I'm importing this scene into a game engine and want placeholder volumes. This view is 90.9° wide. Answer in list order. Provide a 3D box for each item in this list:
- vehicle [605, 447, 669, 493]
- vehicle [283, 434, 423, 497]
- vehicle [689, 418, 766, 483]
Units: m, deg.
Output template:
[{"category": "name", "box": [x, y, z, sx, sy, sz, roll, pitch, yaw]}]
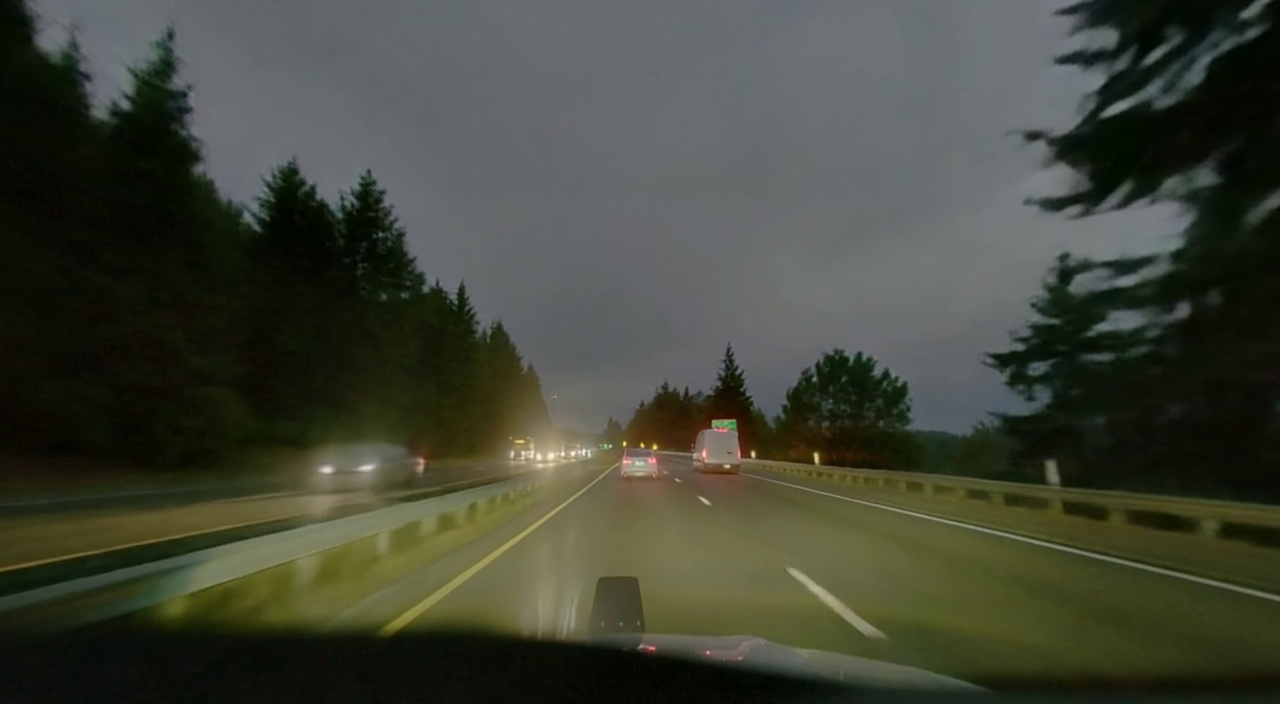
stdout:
[{"category": "vehicle", "box": [-0.104, 4.071, 22.077, 2.037, 1.417, 3.885, 0, -9, -1]}, {"category": "vehicle", "box": [-7.858, 3.141, 17.782, 1.899, 1.539, 4.250, -1, -9, 1]}, {"category": "vehicle", "box": [3.838, 4.518, 28.987, 2.513, 2.633, 5.930, 0, -9, -1]}]
